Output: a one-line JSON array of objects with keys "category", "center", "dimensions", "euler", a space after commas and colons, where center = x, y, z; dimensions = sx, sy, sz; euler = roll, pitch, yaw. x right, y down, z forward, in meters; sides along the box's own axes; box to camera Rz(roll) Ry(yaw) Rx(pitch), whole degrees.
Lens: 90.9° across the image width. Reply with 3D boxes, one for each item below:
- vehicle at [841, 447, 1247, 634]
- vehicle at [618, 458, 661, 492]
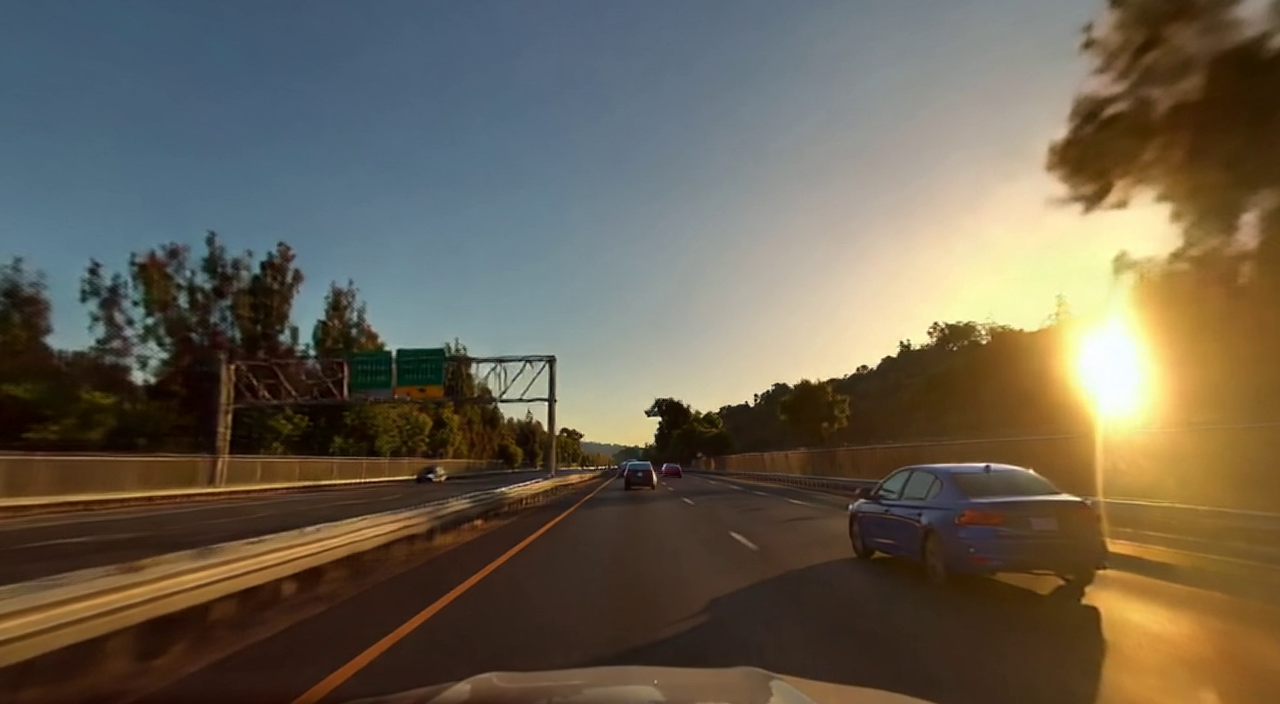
[{"category": "vehicle", "center": [3.981, 1.932, 7.264], "dimensions": [1.938, 1.494, 4.032], "euler": [1, -11, -1]}, {"category": "vehicle", "center": [-0.043, 6.371, 32.630], "dimensions": [2.037, 1.605, 3.833], "euler": [1, -11, -1]}]
